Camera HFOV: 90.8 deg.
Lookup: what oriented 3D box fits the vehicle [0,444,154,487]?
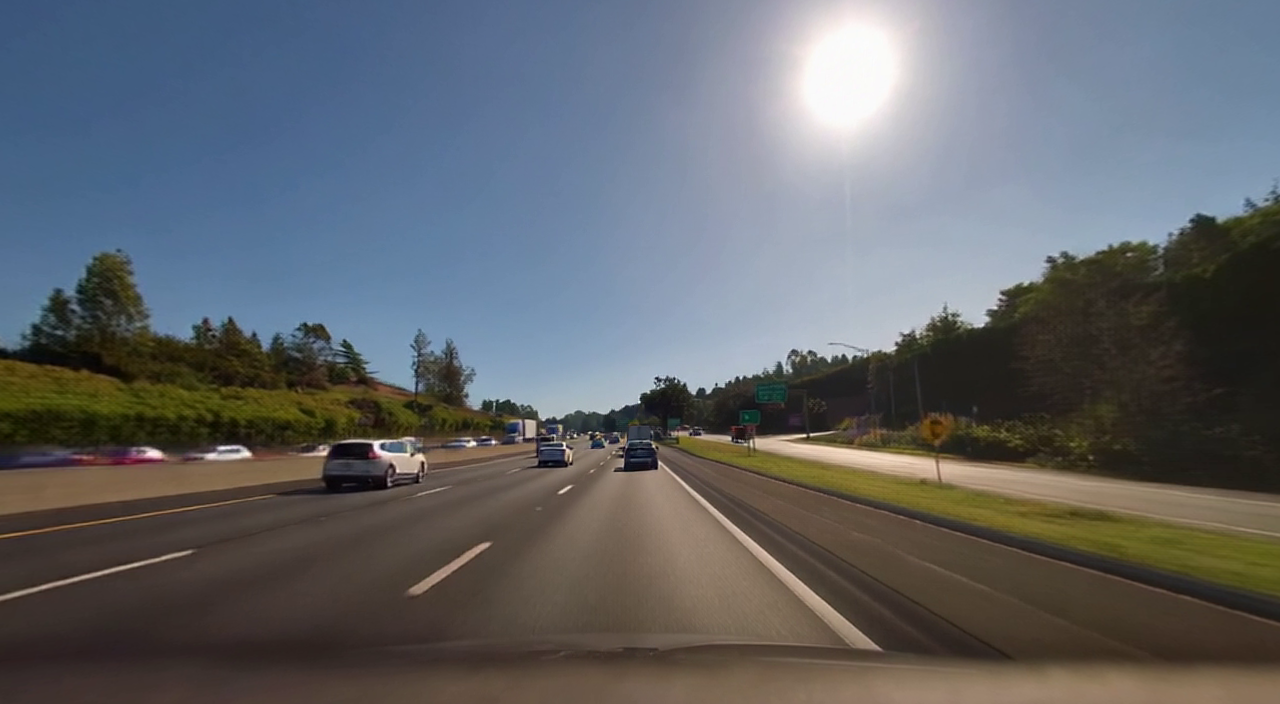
[{"bbox_3d":[-21.568,4.325,24.525,1.889,1.475,4.455,0,-8,0],"label":"vehicle"}]

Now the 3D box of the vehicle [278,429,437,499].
[{"bbox_3d":[-7.507,3.031,17.472,2.195,1.652,4.733,0,-8,0],"label":"vehicle"}]

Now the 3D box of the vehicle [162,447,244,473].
[{"bbox_3d":[-25.661,6.359,37.324,1.752,1.419,4.340,0,-8,0],"label":"vehicle"}]

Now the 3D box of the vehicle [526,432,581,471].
[{"bbox_3d":[-4.113,4.817,30.780,2.044,1.717,4.421,0,-8,0],"label":"vehicle"}]

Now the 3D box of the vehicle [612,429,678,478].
[{"bbox_3d":[0.149,4.003,25.178,2.378,1.750,4.355,0,-8,-1],"label":"vehicle"}]
